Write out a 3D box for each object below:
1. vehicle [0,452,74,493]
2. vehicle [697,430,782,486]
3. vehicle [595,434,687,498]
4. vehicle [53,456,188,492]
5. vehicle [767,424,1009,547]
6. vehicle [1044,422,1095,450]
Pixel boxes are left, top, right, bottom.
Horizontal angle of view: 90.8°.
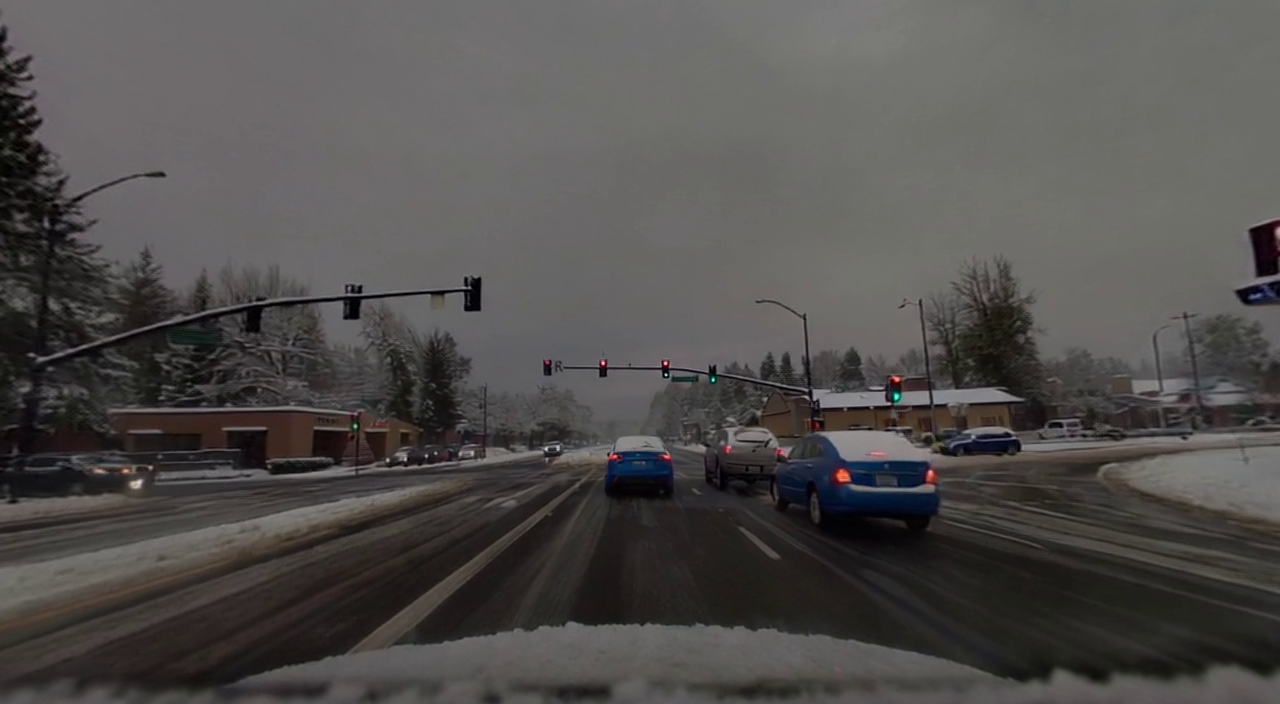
[{"bbox_3d":[-38.397,7.354,38.669,5.135,2.388,2.288,0,-8,-1],"label":"vehicle"},{"bbox_3d":[3.154,3.487,21.098,1.973,1.633,4.717,0,-8,-1],"label":"vehicle"},{"bbox_3d":[-0.018,2.951,16.730,2.135,1.468,4.076,0,-8,-1],"label":"vehicle"},{"bbox_3d":[-26.276,6.156,32.108,4.780,1.669,2.232,0,-8,-2],"label":"vehicle"},{"bbox_3d":[3.496,1.966,10.060,1.889,1.473,4.643,0,-8,-1],"label":"vehicle"},{"bbox_3d":[33.783,6.647,49.618,2.237,2.063,5.099,-8,-12,43],"label":"vehicle"}]
